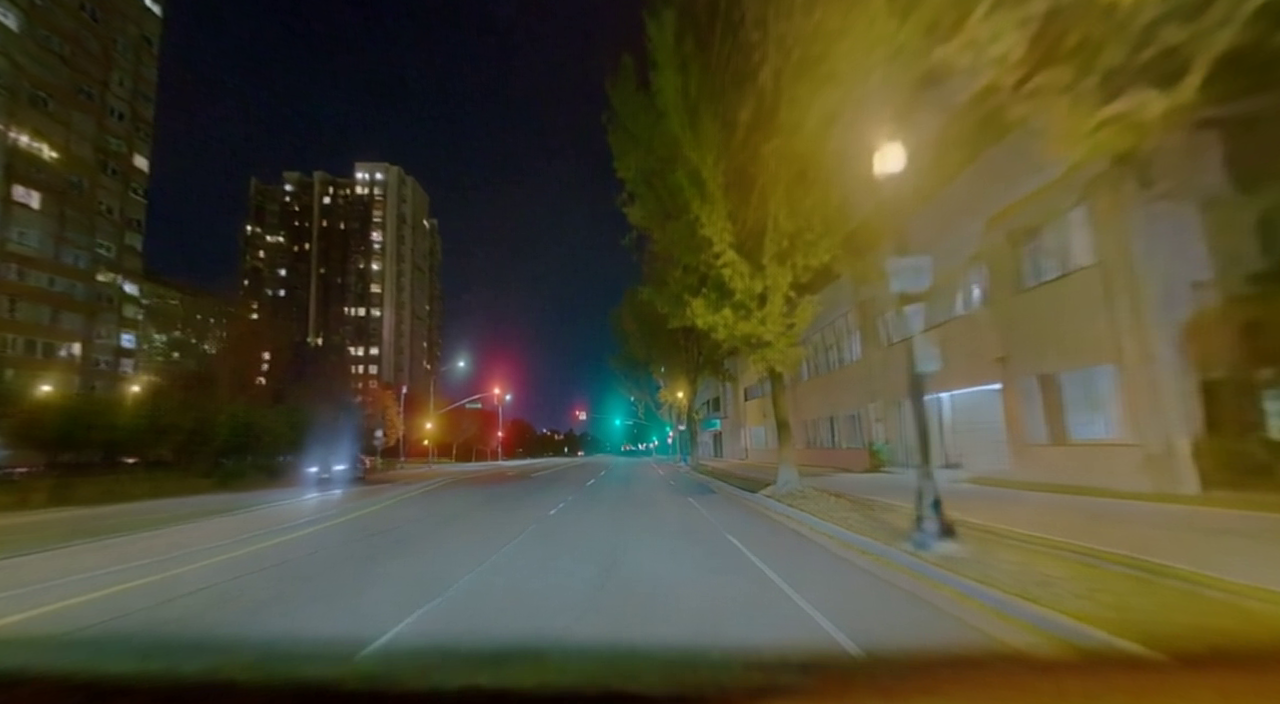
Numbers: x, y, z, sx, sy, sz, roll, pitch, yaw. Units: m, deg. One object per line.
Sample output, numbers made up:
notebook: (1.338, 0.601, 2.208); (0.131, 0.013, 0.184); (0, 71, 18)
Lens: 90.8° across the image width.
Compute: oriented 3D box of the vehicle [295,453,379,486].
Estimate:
vehicle: (-14.891, 5.773, 31.360); (1.898, 1.469, 4.577); (0, -9, 0)
